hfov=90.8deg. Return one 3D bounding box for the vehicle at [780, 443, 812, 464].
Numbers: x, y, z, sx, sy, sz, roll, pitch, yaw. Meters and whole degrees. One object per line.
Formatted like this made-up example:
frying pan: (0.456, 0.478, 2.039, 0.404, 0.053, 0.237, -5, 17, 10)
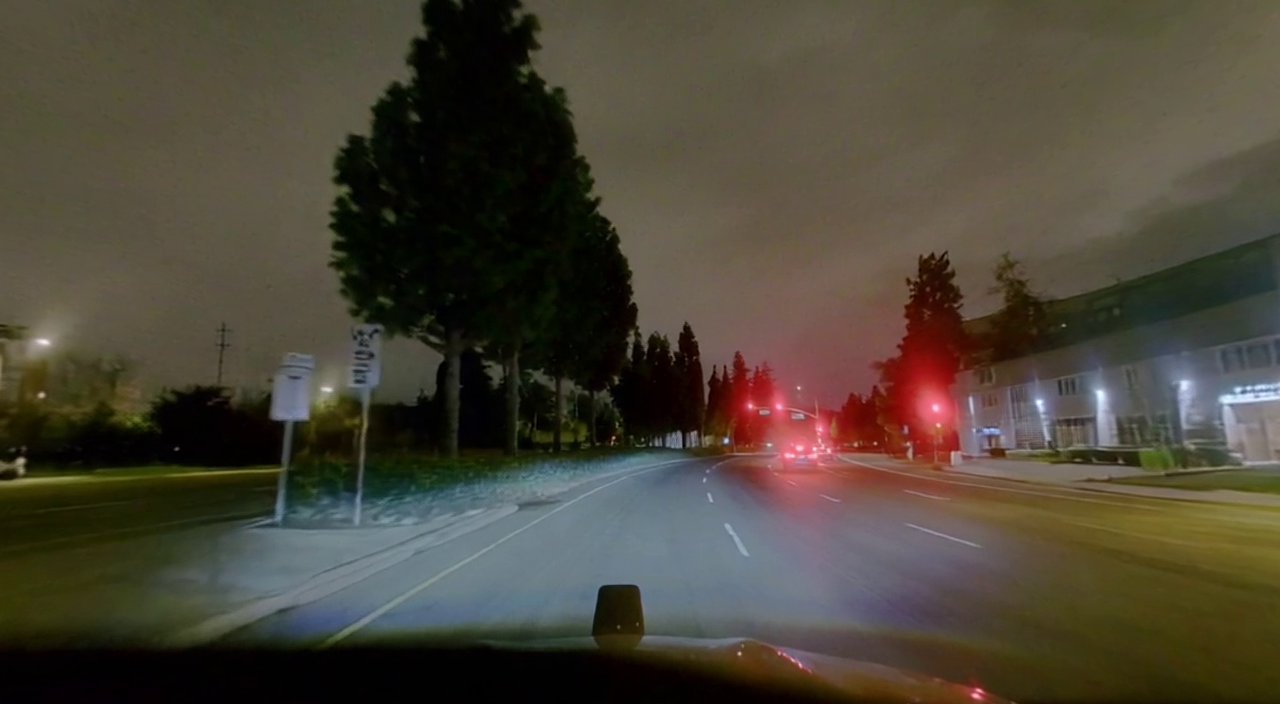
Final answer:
vehicle: (11.777, 7.670, 47.916, 1.988, 1.460, 3.996, -2, -9, 9)
